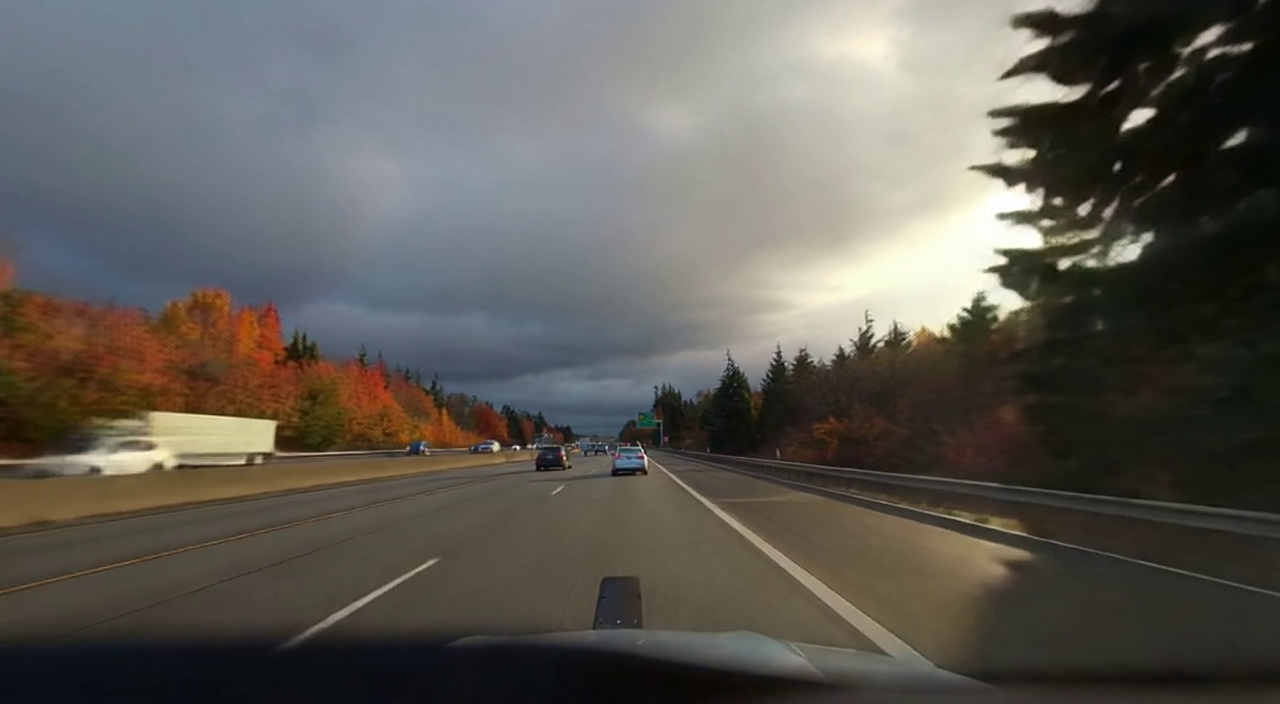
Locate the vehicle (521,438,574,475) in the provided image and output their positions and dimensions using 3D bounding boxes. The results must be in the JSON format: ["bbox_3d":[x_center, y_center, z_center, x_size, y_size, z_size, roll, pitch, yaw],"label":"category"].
[{"bbox_3d":[-4.609,5.301,31.916,1.974,1.688,4.727,-1,-9,0],"label":"vehicle"}]

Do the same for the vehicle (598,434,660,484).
[{"bbox_3d":[-0.386,3.988,23.566,2.115,1.661,4.049,0,-9,0],"label":"vehicle"}]

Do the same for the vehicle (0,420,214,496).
[{"bbox_3d":[-13.313,2.626,15.709,2.003,1.594,4.599,-1,-9,0],"label":"vehicle"}]
